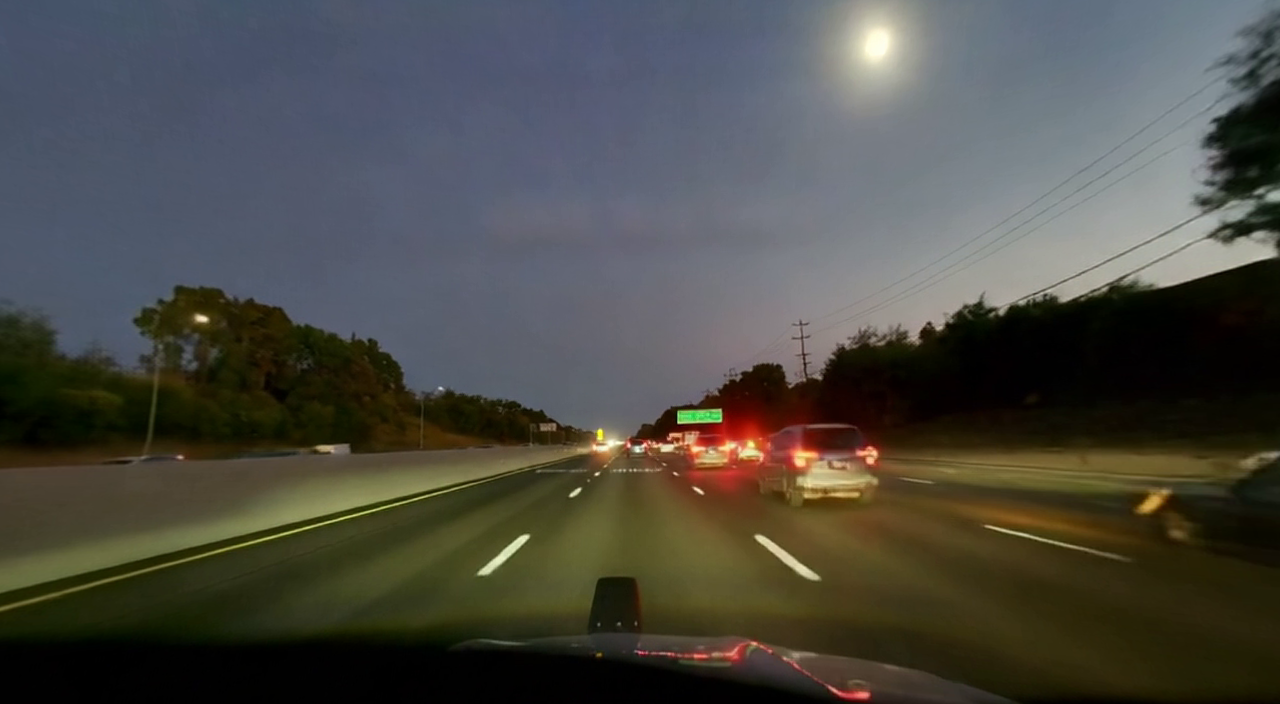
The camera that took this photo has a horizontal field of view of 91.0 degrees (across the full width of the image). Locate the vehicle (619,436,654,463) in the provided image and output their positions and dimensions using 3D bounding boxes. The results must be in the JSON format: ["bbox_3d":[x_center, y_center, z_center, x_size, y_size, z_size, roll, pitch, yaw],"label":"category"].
[{"bbox_3d":[-0.278,6.906,44.636,2.314,1.796,4.254,0,-8,-1],"label":"vehicle"}]

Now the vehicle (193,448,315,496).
[{"bbox_3d":[-15.463,4.788,25.570,1.944,1.747,4.657,0,-8,1],"label":"vehicle"}]

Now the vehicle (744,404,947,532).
[{"bbox_3d":[3.481,2.086,11.866,2.095,1.886,4.727,0,-8,-2],"label":"vehicle"}]

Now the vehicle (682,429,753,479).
[{"bbox_3d":[3.018,4.134,25.653,2.152,1.821,4.853,0,-8,-2],"label":"vehicle"}]

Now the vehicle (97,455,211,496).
[{"bbox_3d":[-22.878,5.777,29.897,1.912,1.694,4.479,0,-8,-2],"label":"vehicle"}]
